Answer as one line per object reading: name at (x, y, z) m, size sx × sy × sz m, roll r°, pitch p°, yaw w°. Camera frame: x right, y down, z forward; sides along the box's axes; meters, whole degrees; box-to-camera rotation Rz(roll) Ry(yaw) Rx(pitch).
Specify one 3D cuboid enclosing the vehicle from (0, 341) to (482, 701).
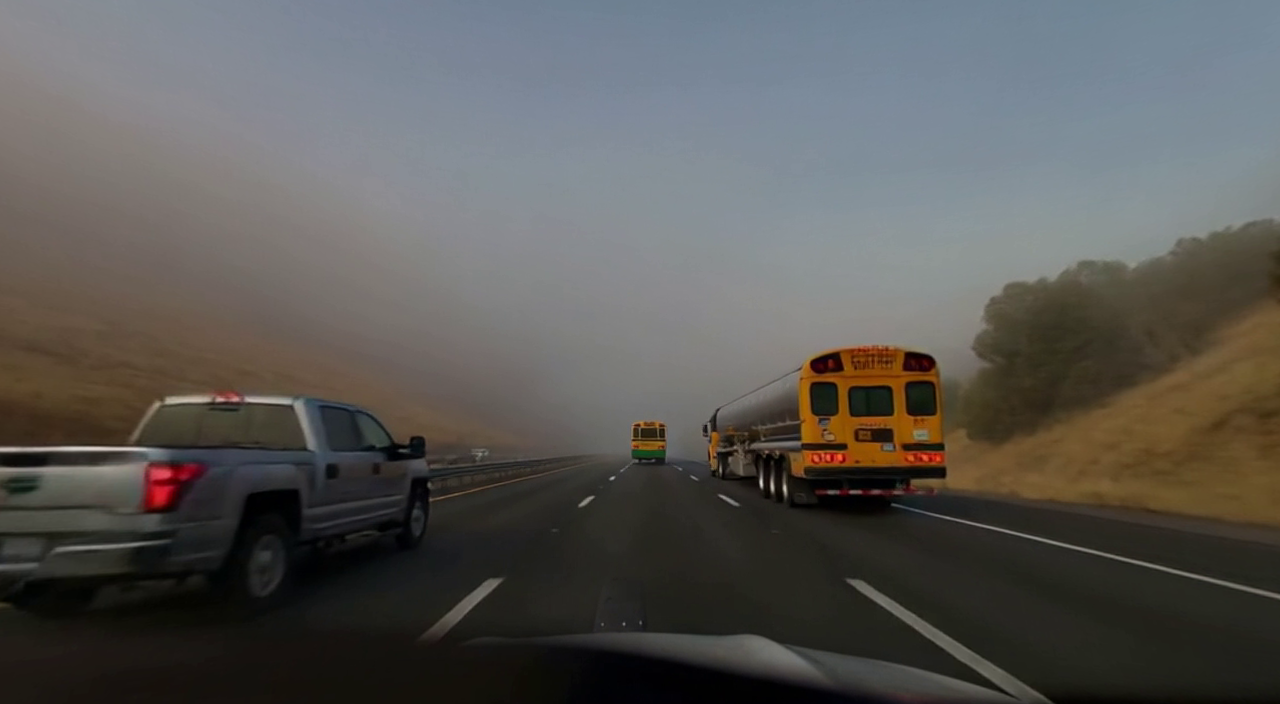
vehicle at (-3.564, 1.318, 6.387) m, size 2.241 × 1.927 × 5.833 m, roll 0°, pitch -8°, yaw 2°

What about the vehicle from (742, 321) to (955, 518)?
vehicle at (4.447, 1.744, 15.361) m, size 2.716 × 3.705 × 7.018 m, roll 0°, pitch -8°, yaw 0°

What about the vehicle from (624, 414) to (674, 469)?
vehicle at (0.565, 6.119, 42.955) m, size 2.948 × 3.265 × 10.569 m, roll 0°, pitch -8°, yaw 0°
